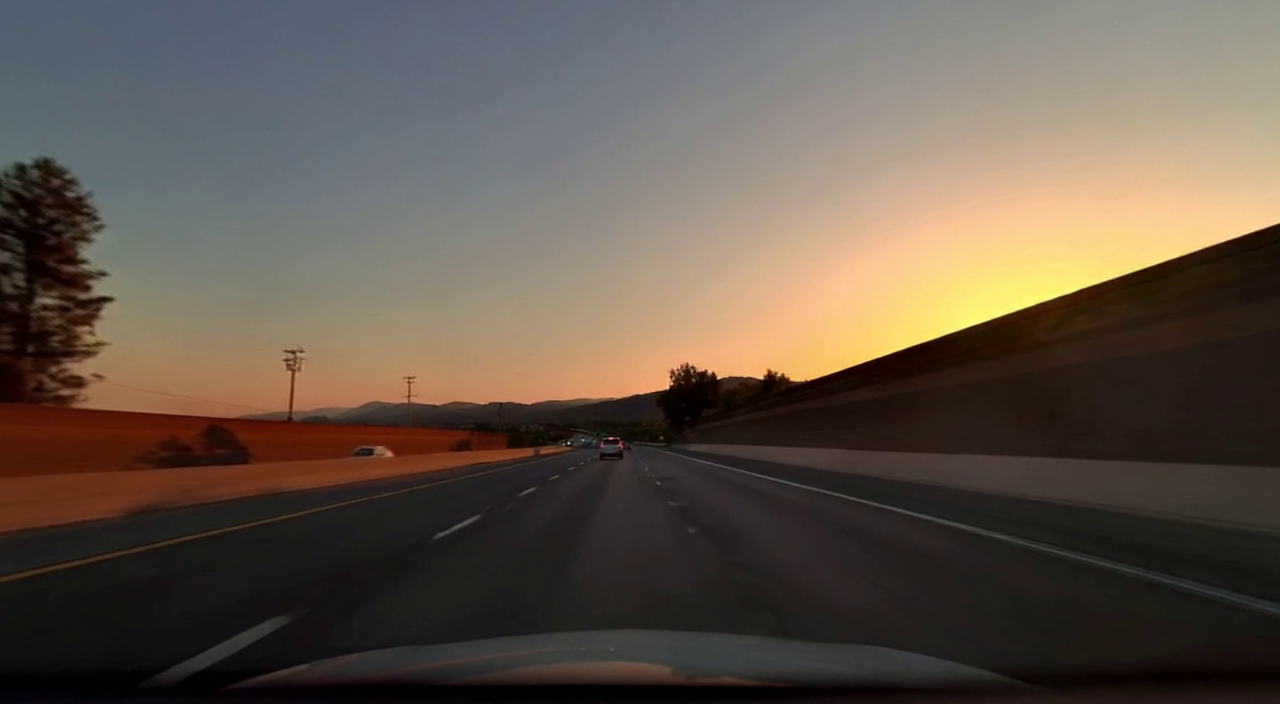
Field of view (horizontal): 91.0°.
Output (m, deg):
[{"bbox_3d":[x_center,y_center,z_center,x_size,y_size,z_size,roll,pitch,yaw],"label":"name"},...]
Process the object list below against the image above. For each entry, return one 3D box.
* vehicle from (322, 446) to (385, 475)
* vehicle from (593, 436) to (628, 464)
[{"bbox_3d":[-16.380,6.212,36.198,1.812,1.509,3.966,0,-8,-1],"label":"vehicle"},{"bbox_3d":[-1.806,6.096,39.159,2.111,1.635,4.177,0,-8,-2],"label":"vehicle"}]
